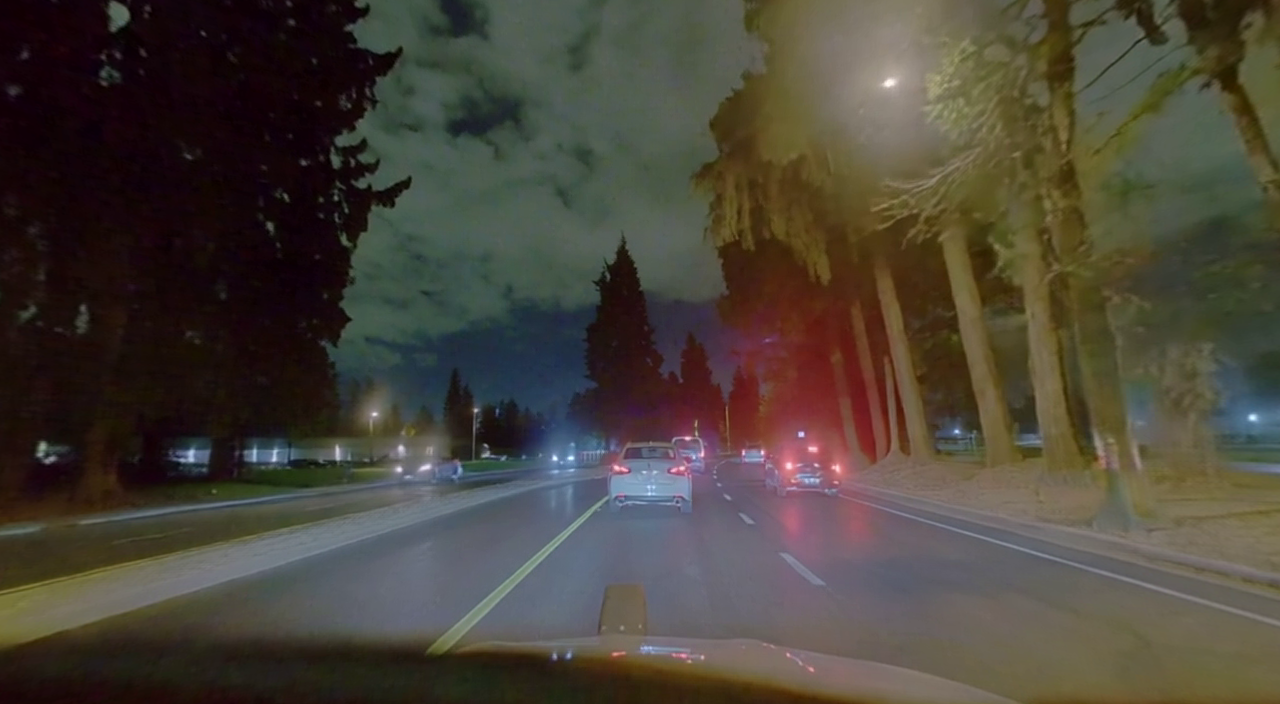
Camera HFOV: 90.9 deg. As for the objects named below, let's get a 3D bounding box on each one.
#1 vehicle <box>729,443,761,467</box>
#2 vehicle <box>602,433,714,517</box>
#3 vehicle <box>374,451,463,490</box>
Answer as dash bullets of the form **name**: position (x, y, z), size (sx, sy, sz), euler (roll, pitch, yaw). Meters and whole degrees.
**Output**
- **vehicle**: position (7.076, 6.964, 42.737), size (1.984, 1.507, 4.359), euler (-1, -8, 7)
- **vehicle**: position (0.466, 2.662, 14.138), size (2.154, 1.585, 3.997), euler (-1, -8, 4)
- **vehicle**: position (-9.488, 5.105, 27.491), size (1.909, 1.468, 4.597), euler (-1, -8, 5)
